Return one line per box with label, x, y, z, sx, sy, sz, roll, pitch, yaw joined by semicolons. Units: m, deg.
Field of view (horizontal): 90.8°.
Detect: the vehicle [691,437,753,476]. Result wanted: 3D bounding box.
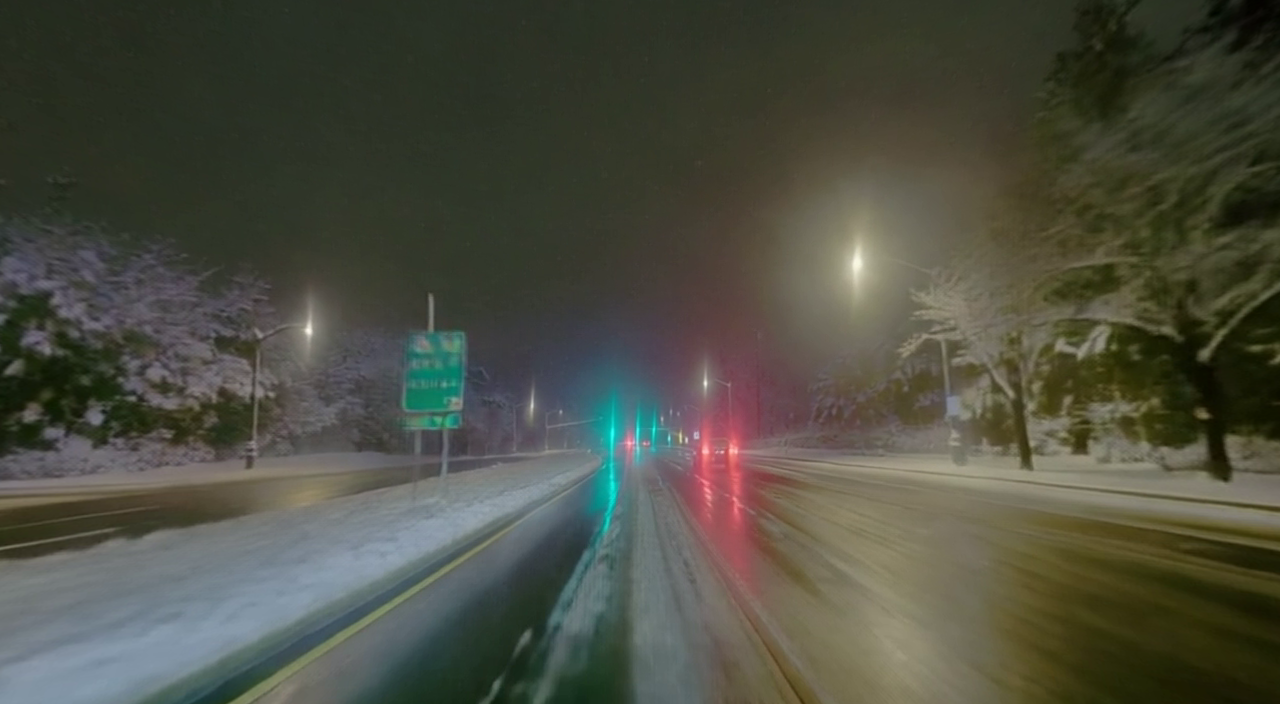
vehicle;3.414;4.444;27.134;1.948;1.479;4.620;0;-8;-1
